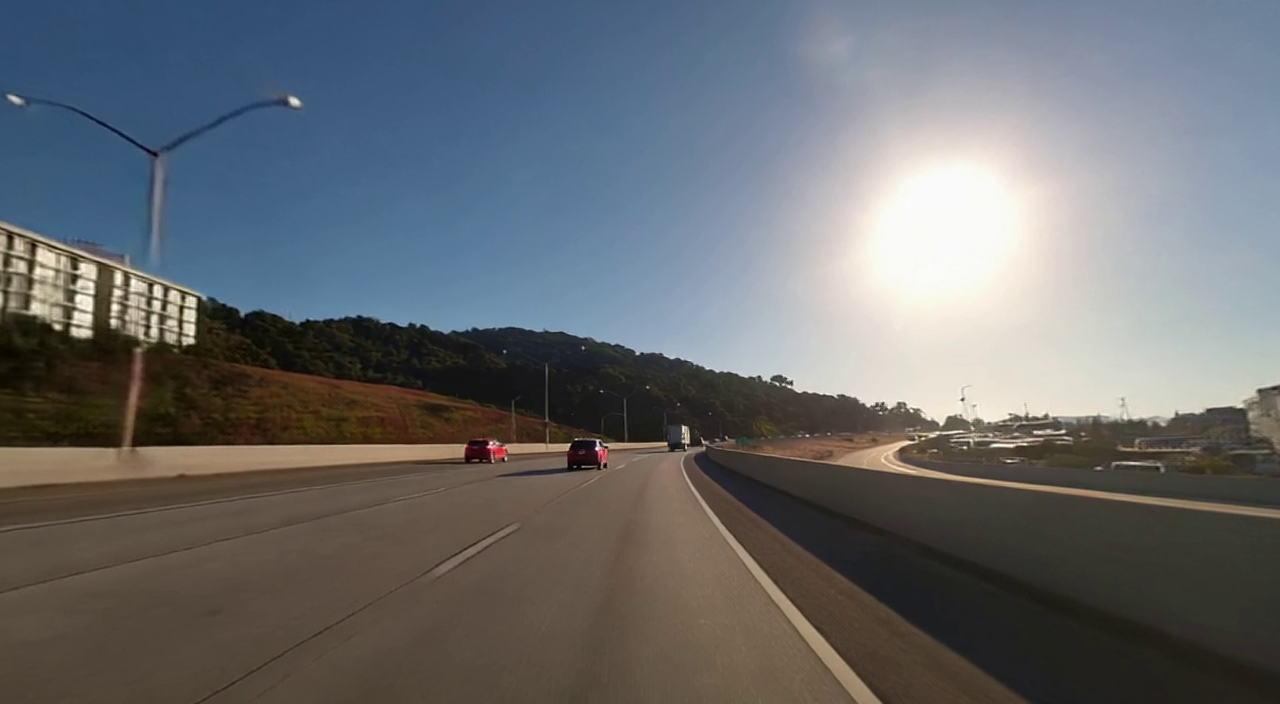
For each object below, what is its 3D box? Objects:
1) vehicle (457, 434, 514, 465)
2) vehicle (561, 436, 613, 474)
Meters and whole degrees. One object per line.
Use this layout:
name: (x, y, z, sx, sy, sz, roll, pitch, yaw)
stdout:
vehicle: (-9.443, 5.995, 38.884, 2.039, 1.746, 4.528, -1, -8, 5)
vehicle: (-2.633, 5.201, 32.188, 2.028, 1.782, 4.150, -1, -8, 4)
